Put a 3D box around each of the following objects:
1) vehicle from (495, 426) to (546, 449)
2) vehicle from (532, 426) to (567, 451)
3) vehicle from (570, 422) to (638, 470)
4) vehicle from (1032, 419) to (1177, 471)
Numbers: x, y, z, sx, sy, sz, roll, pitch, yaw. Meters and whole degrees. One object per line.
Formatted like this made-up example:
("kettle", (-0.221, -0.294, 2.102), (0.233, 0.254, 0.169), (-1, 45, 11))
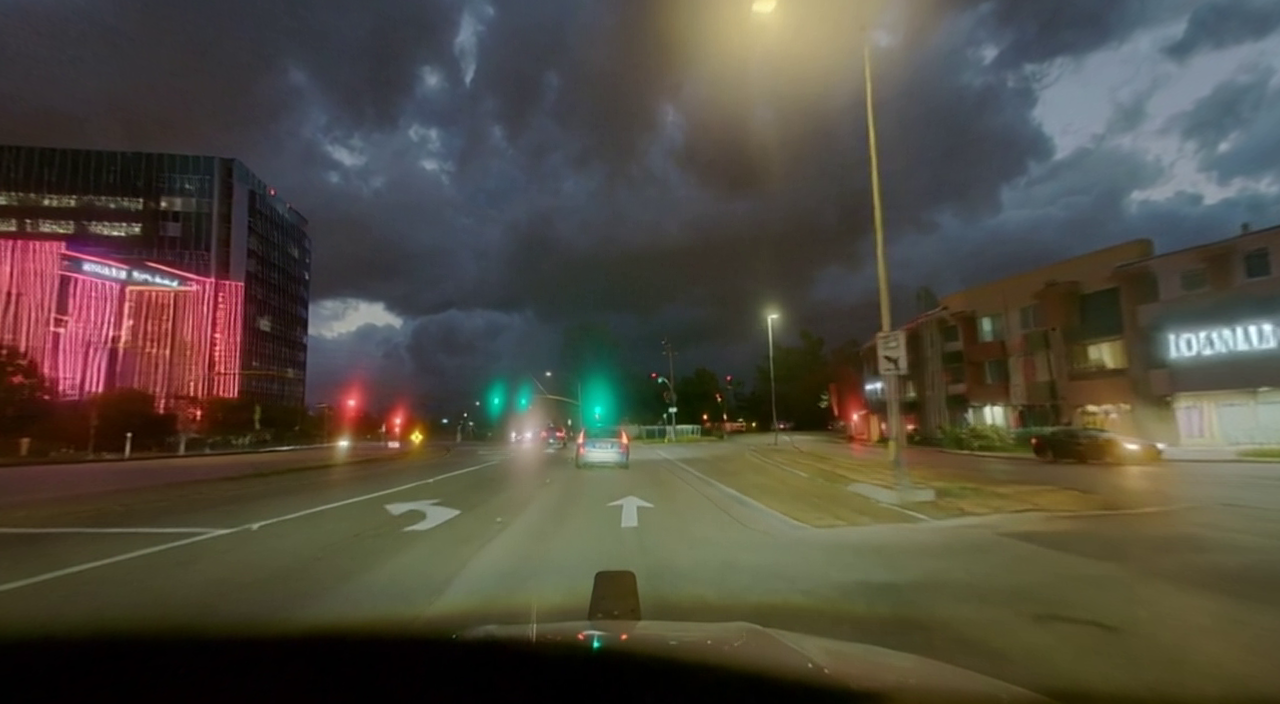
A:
("vehicle", (-9.219, 6.657, 49.056), (1.994, 1.717, 4.380), (-3, -8, 18))
("vehicle", (-5.719, 5.506, 40.112), (2.023, 1.485, 3.721), (0, -8, -6))
("vehicle", (-1.275, 3.398, 23.030), (2.231, 1.572, 4.227), (0, -8, -2))
("vehicle", (19.225, 3.994, 26.444), (1.932, 1.762, 4.835), (0, -13, -7))
